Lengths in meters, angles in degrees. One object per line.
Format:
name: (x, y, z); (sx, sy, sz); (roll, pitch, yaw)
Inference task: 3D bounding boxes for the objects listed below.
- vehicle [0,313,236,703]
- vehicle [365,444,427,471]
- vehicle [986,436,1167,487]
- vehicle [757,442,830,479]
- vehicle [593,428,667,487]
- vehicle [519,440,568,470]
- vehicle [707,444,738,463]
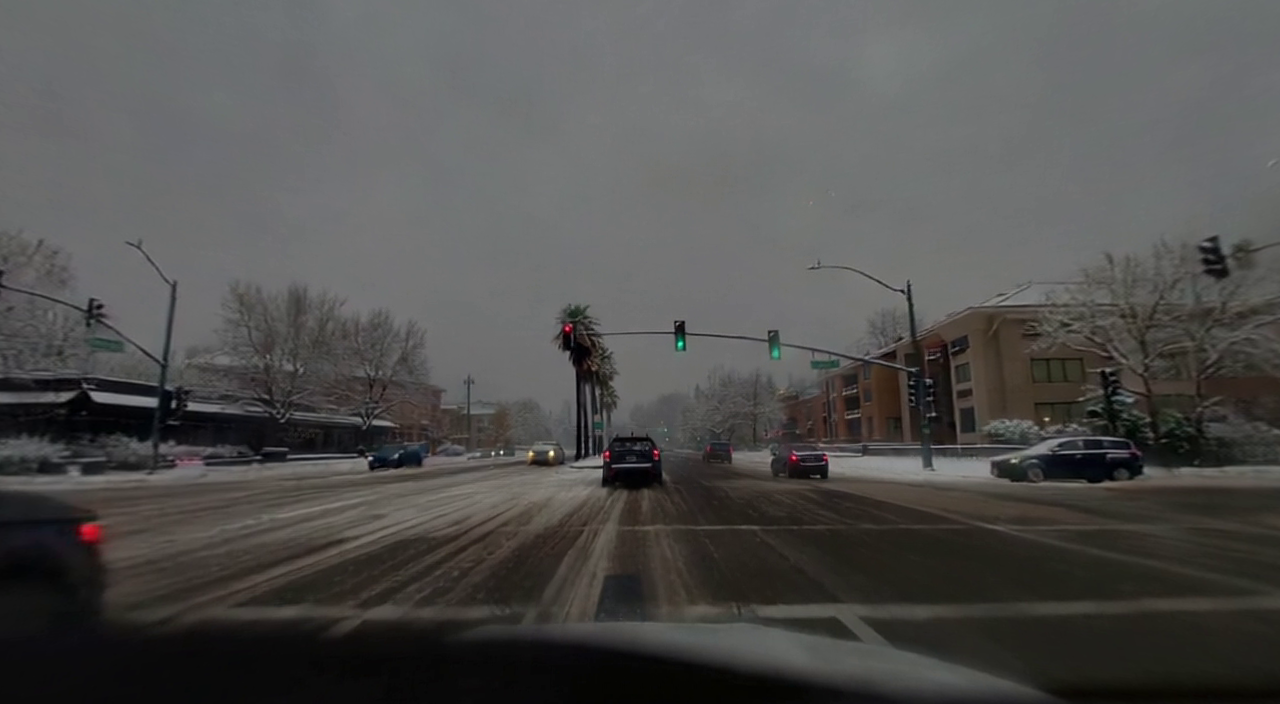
vehicle: (-3.438, 0.571, 1.044); (2.144, 1.796, 5.103); (0, -8, 0)
vehicle: (-14.837, 6.430, 38.543); (1.850, 1.544, 4.858); (0, -8, 0)
vehicle: (15.357, 3.867, 22.467); (4.722, 1.695, 2.121); (-2, -9, 11)
vehicle: (6.716, 4.800, 28.078); (1.975, 1.483, 4.769); (0, -8, -1)
vehicle: (-0.313, 3.592, 21.775); (2.277, 1.816, 4.192); (0, -8, 0)
vehicle: (-5.328, 5.722, 35.247); (2.028, 1.489, 4.386); (-3, -8, -1)
vehicle: (6.408, 7.873, 49.050); (1.777, 1.443, 3.942); (0, -8, -2)
